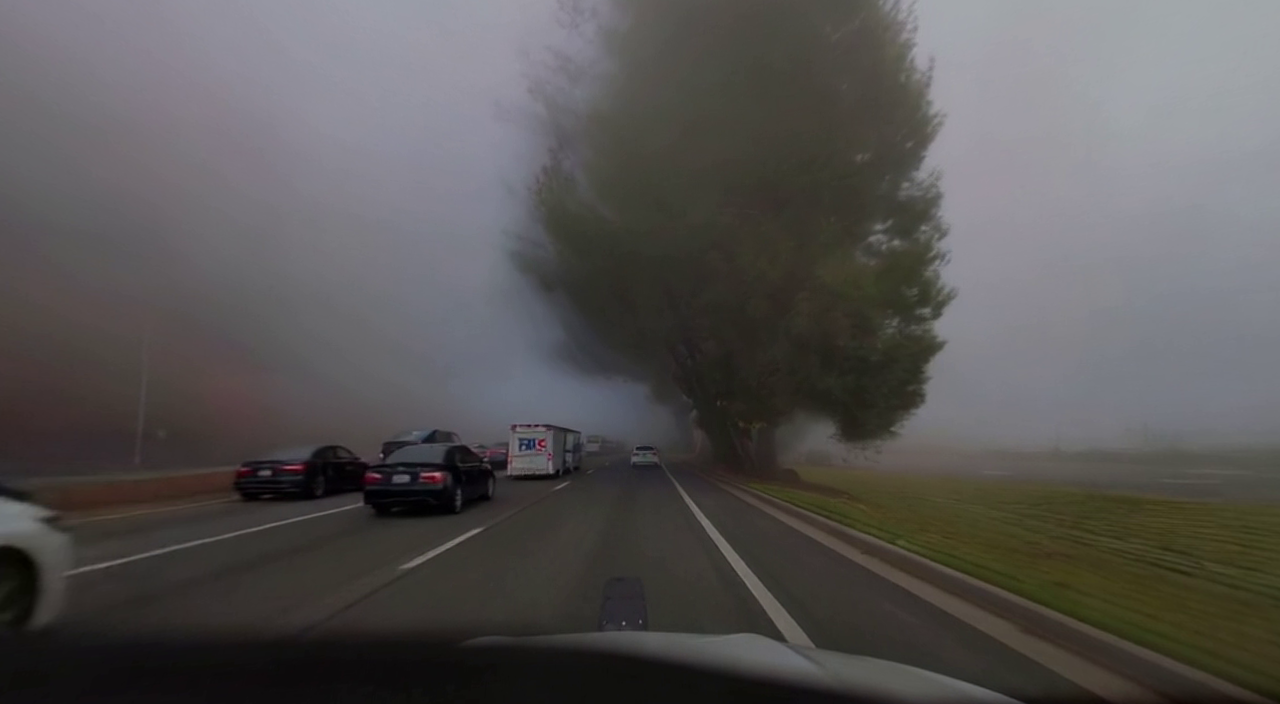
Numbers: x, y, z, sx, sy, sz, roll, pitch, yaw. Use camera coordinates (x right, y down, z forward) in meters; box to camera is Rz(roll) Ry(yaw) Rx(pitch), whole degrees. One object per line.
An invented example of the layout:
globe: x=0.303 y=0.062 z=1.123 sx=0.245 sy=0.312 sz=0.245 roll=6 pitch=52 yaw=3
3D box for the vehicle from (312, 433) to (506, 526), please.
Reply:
vehicle: x=-4.223 y=2.388 z=12.464 sx=2.121 sy=1.485 sz=4.363 roll=0 pitch=-8 yaw=1

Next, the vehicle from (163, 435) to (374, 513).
vehicle: x=-8.339 y=2.751 z=14.872 sx=1.893 sy=1.495 sz=4.974 roll=0 pitch=-8 yaw=1

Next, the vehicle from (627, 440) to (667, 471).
vehicle: x=0.362 y=5.164 z=31.644 sx=1.875 sy=1.453 sz=3.888 roll=0 pitch=-8 yaw=0

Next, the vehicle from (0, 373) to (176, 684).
vehicle: x=-4.619 y=0.842 z=2.508 sx=2.042 sy=1.713 sz=4.493 roll=-1 pitch=-8 yaw=1
